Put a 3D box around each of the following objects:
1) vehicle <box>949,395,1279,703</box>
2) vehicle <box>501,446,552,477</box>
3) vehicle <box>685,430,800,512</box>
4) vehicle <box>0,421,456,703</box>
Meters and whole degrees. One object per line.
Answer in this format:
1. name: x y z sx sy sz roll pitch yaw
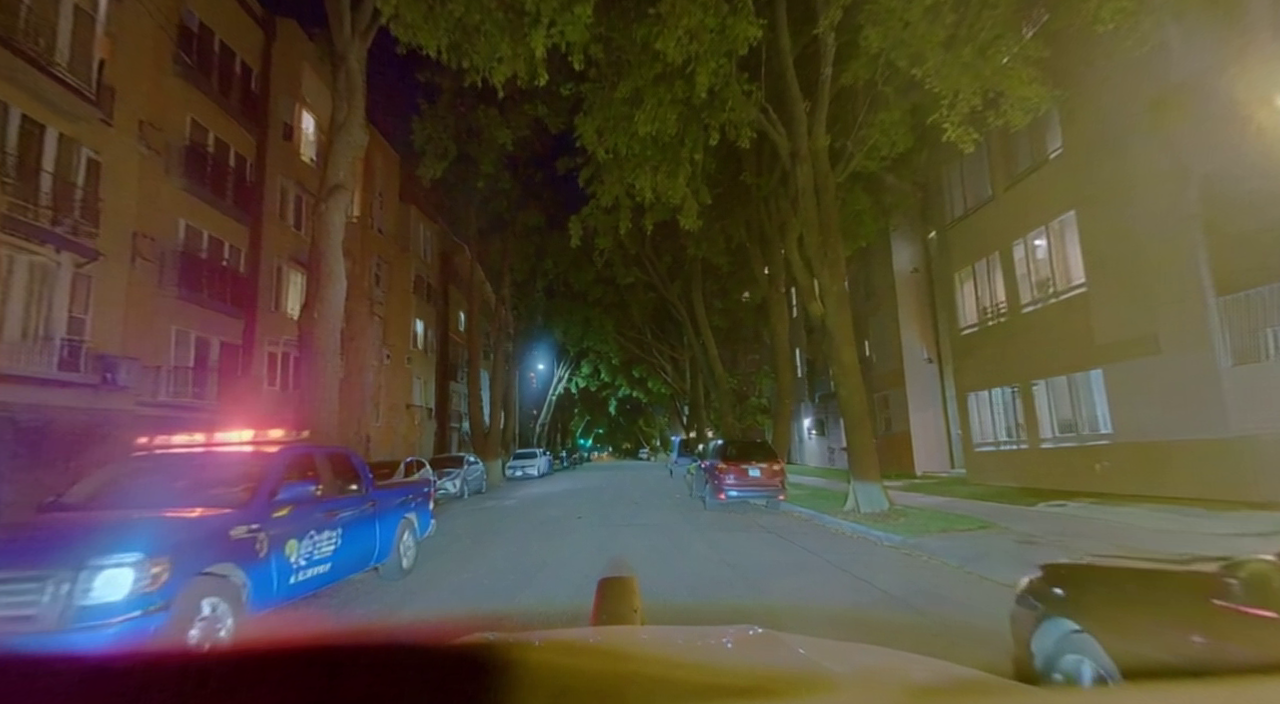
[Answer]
1. vehicle: 2.600 0.737 0.815 1.845 1.479 4.727 0 -8 -2
2. vehicle: -6.254 6.050 35.348 1.959 1.490 4.361 0 -7 1
3. vehicle: 2.254 2.737 14.991 1.878 1.664 4.033 0 -8 -2
4. vehicle: -3.193 1.401 5.050 1.966 1.515 4.394 -1 -8 2
